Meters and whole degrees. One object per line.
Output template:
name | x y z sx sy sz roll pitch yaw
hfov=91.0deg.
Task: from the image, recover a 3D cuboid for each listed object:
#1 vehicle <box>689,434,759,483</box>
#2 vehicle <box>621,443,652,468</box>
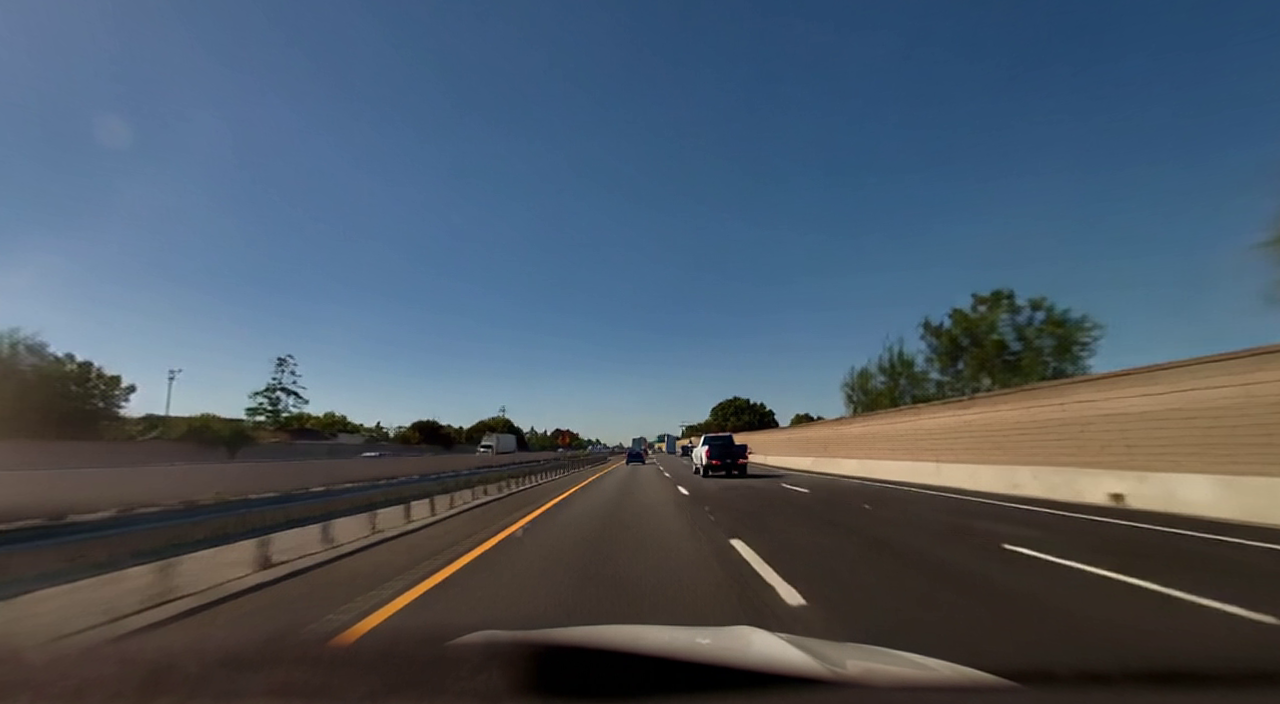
vehicle | 3.391 4.428 26.469 2.269 1.839 4.554 0 -9 -1
vehicle | -0.227 7.390 44.943 2.142 1.664 4.076 0 -9 0
